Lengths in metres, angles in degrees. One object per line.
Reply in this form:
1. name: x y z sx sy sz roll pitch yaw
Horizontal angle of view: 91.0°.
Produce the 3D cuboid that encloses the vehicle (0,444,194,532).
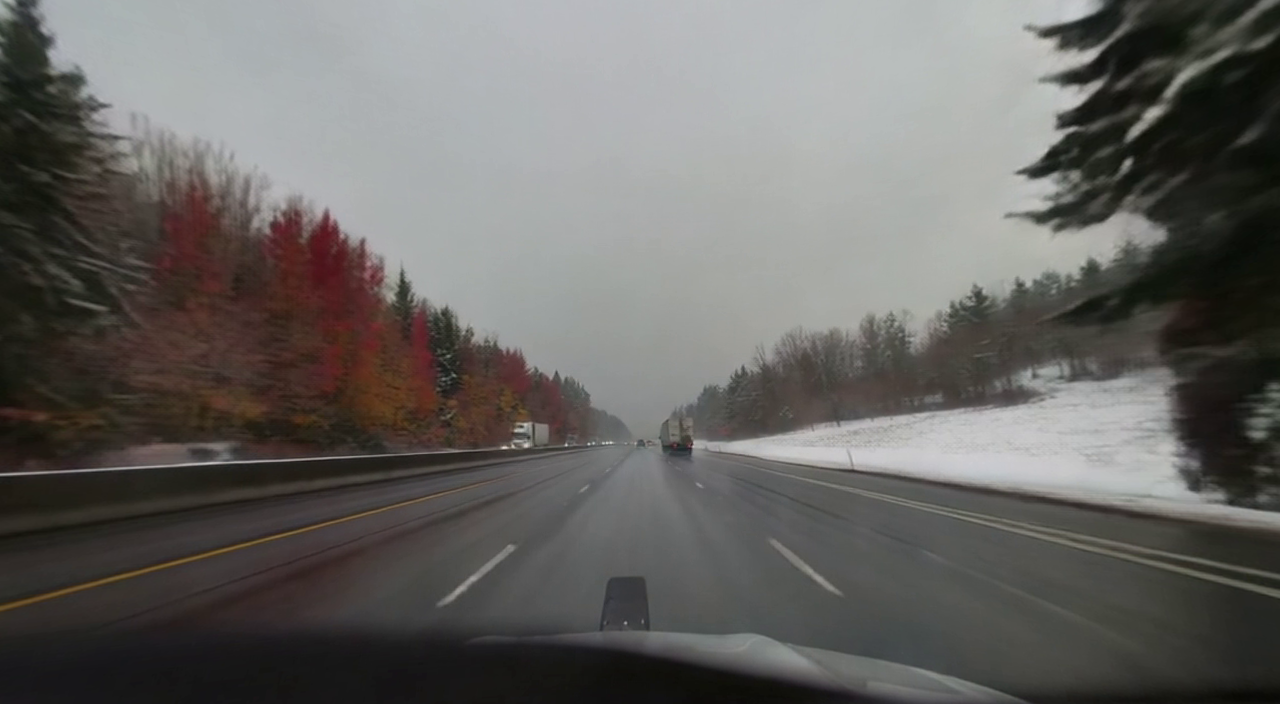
1. vehicle: -11.552 2.601 12.738 1.844 1.473 4.068 -1 -8 3
